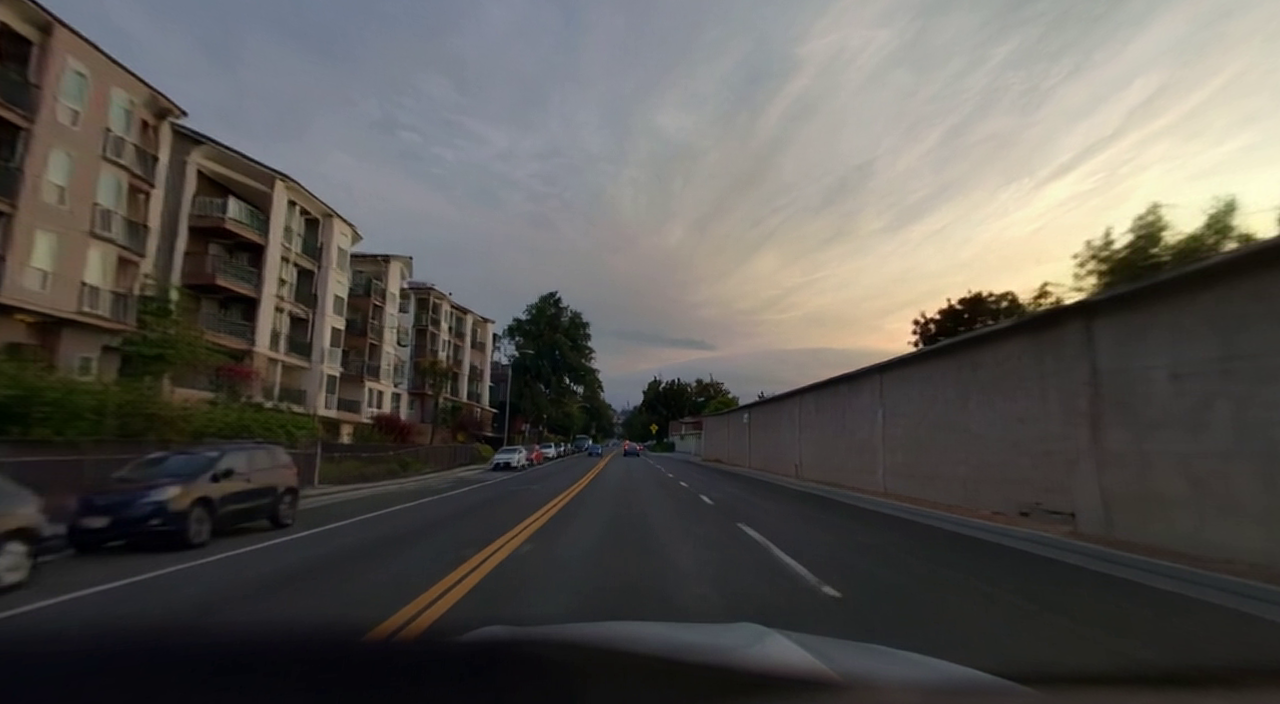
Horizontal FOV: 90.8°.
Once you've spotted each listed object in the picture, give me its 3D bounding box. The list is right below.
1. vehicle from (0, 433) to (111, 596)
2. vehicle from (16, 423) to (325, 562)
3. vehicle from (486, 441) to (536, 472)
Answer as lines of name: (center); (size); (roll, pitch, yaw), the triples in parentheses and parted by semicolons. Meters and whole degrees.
vehicle: (-6.817, 1.344, 4.818); (1.773, 1.466, 4.407); (3, -8, -1)
vehicle: (-6.871, 2.034, 9.908); (1.878, 1.658, 3.827); (2, -8, -1)
vehicle: (-7.376, 6.023, 36.561); (1.913, 1.560, 4.513); (2, -9, 0)
